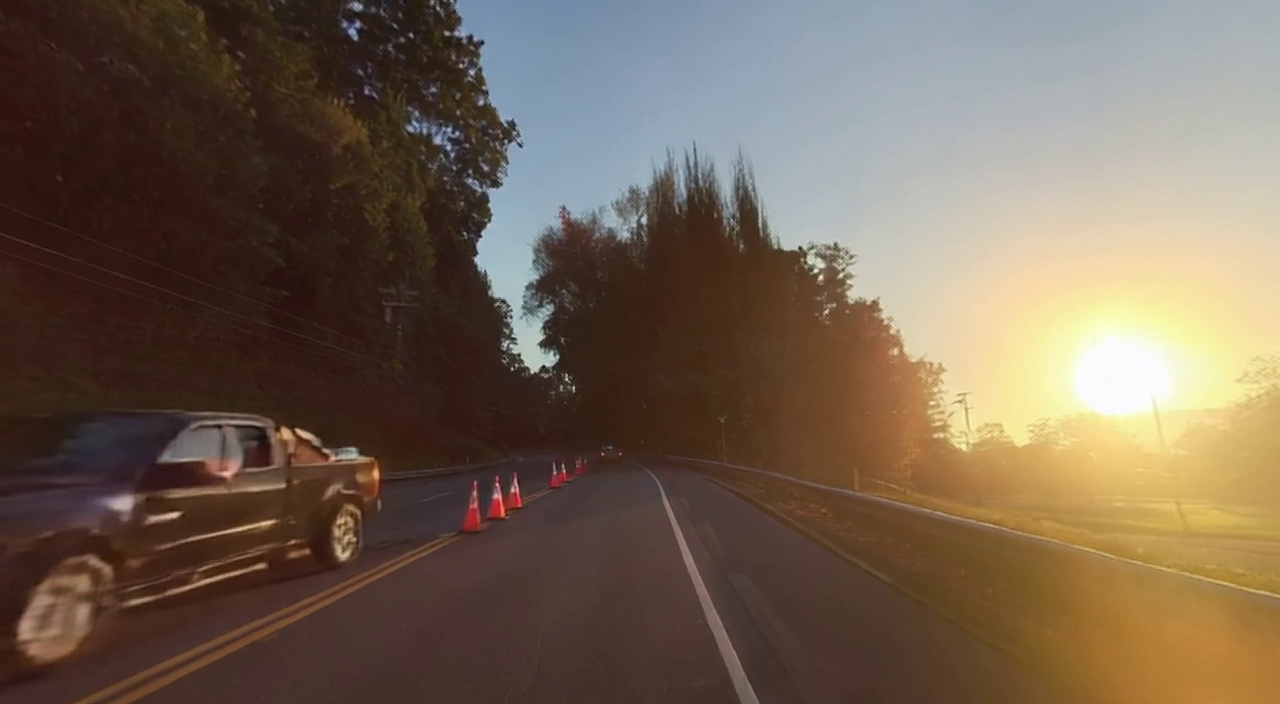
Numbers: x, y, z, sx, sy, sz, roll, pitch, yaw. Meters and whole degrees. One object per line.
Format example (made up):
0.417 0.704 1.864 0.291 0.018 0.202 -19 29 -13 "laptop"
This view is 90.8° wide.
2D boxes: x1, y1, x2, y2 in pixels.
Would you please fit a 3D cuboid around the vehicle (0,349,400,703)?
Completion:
-4.488 1.353 5.998 2.128 1.944 5.555 0 -9 1 "vehicle"
